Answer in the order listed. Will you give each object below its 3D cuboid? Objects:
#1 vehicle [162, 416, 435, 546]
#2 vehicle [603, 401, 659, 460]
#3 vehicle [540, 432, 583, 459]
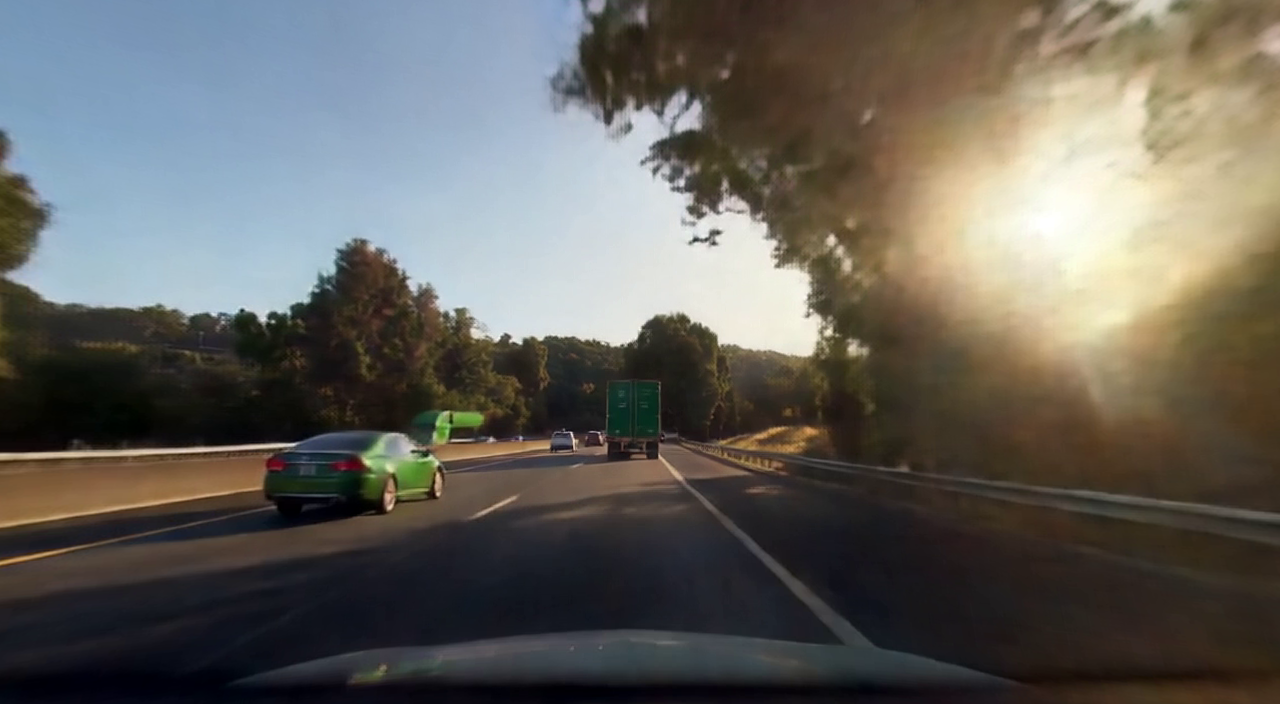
[{"bbox_3d":[-4.709,1.802,9.493,1.909,1.520,3.897,0,-8,0],"label":"vehicle"},{"bbox_3d":[-0.374,3.371,27.003,2.319,2.461,1.270,0,-8,0],"label":"vehicle"},{"bbox_3d":[-5.017,6.058,40.987,2.138,1.697,4.587,0,-8,1],"label":"vehicle"}]
